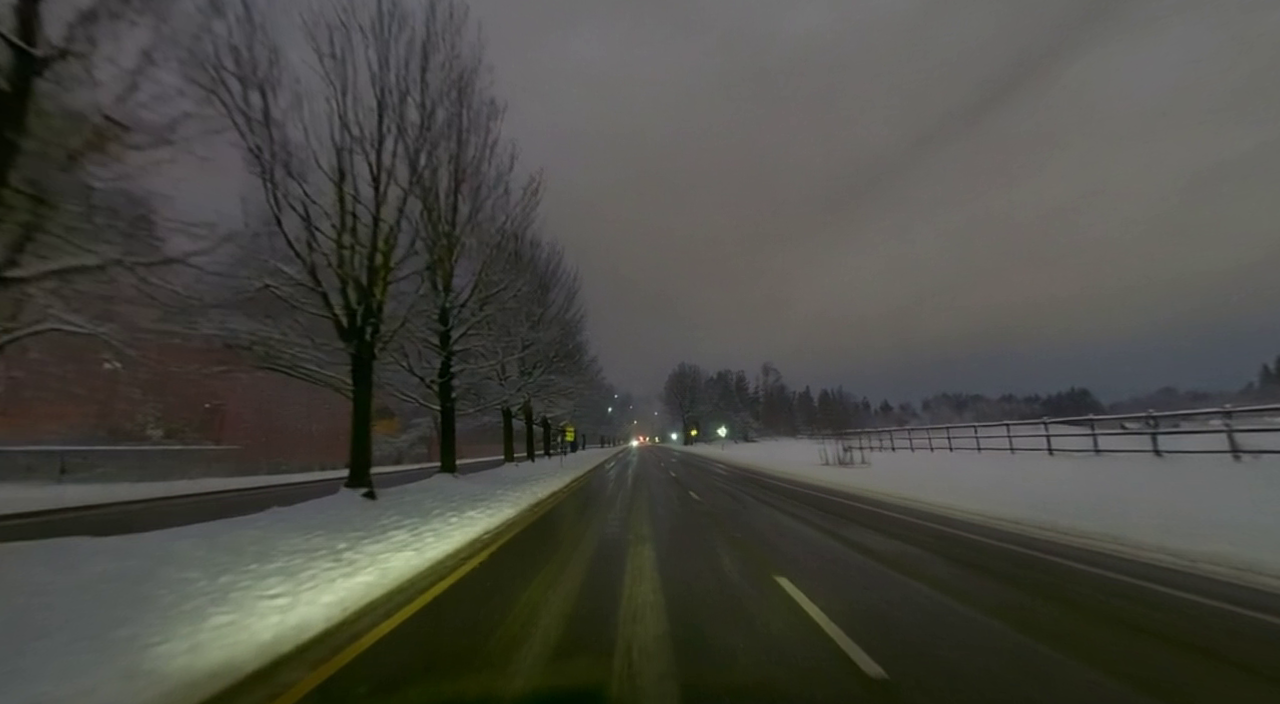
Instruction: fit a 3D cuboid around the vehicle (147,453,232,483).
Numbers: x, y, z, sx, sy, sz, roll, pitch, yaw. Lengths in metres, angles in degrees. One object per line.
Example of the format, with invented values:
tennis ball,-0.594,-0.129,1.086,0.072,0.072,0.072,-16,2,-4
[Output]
vehicle,-26.172,6.710,36.871,1.732,1.405,4.457,-4,-8,0
